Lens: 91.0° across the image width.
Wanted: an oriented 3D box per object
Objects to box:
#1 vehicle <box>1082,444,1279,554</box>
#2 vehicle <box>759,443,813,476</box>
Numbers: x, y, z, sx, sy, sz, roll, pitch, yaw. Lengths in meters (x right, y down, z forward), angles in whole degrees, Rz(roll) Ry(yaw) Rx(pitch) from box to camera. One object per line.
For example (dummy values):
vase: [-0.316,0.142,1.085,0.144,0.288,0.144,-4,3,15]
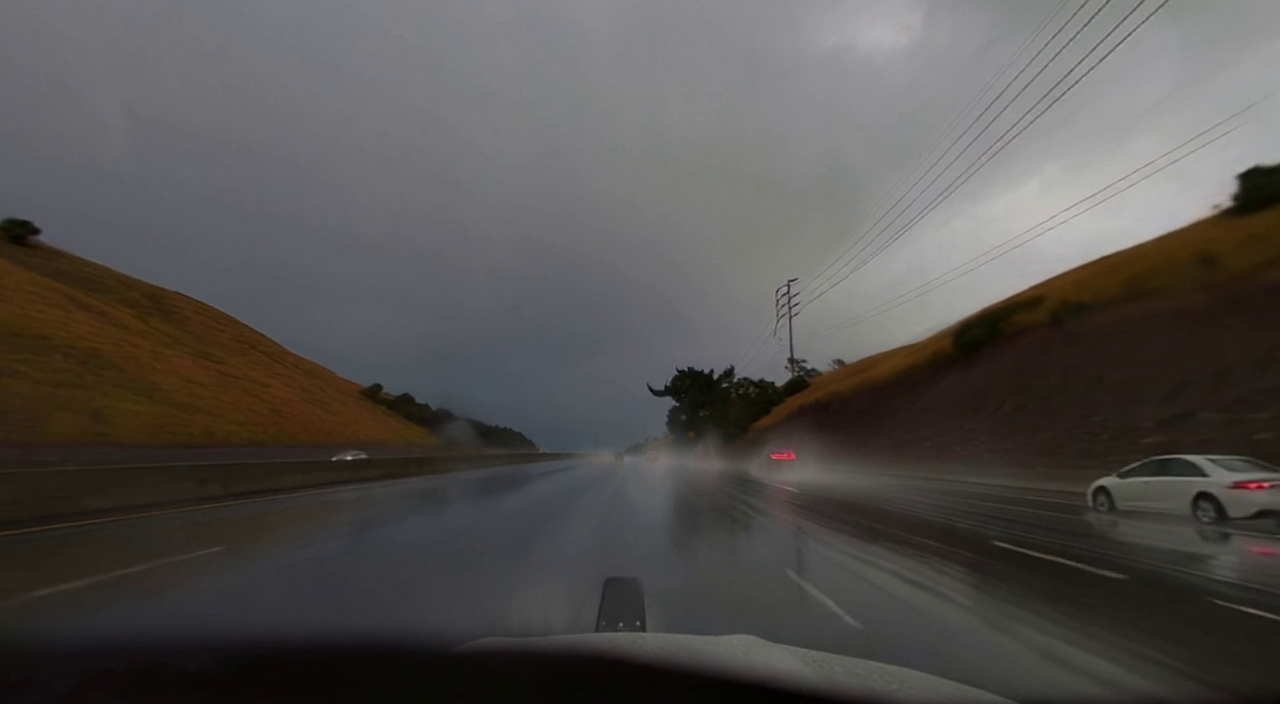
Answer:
vehicle: [9.665,2.289,10.424,1.884,1.486,3.770,0,-9,-1]
vehicle: [8.741,6.476,38.153,2.108,1.870,4.435,0,-9,-1]
